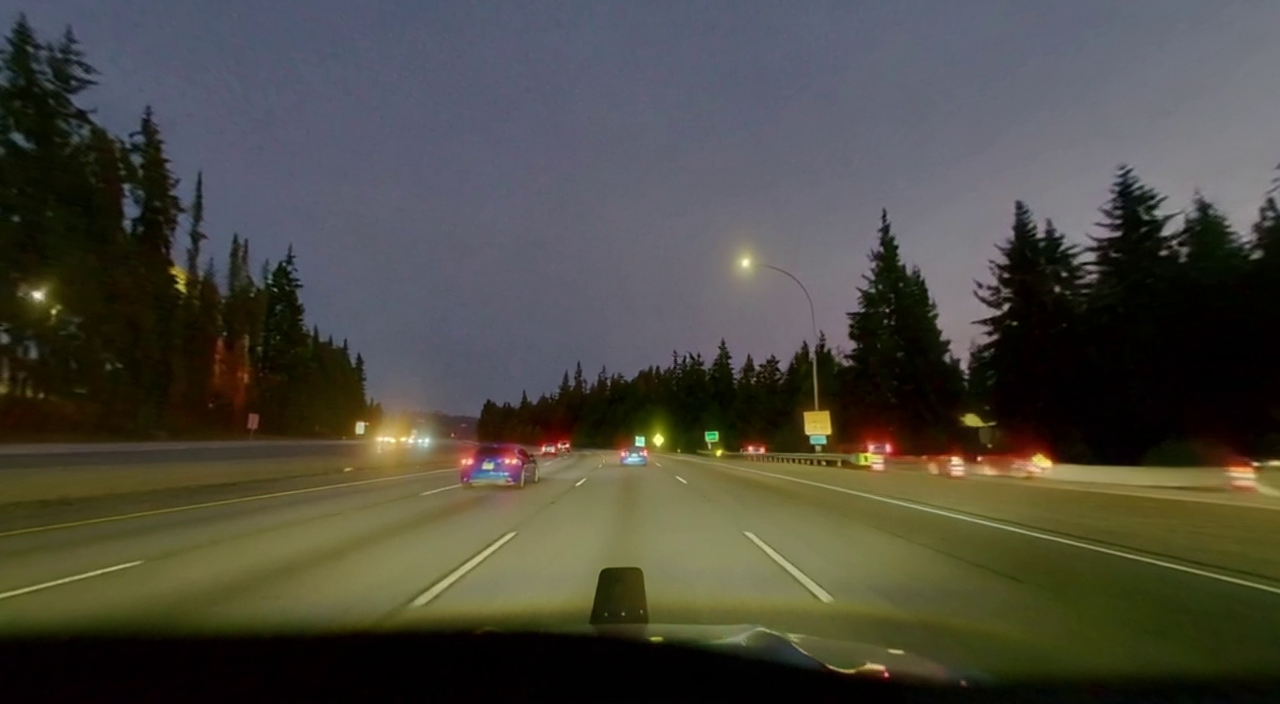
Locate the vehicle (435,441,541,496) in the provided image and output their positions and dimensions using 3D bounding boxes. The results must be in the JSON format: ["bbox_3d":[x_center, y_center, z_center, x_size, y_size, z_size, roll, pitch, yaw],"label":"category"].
[{"bbox_3d":[-4.286,3.334,18.449,2.001,1.415,4.360,0,-8,0],"label":"vehicle"}]

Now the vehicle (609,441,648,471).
[{"bbox_3d":[-0.630,5.647,34.354,1.963,1.462,4.681,0,-8,-1],"label":"vehicle"}]
